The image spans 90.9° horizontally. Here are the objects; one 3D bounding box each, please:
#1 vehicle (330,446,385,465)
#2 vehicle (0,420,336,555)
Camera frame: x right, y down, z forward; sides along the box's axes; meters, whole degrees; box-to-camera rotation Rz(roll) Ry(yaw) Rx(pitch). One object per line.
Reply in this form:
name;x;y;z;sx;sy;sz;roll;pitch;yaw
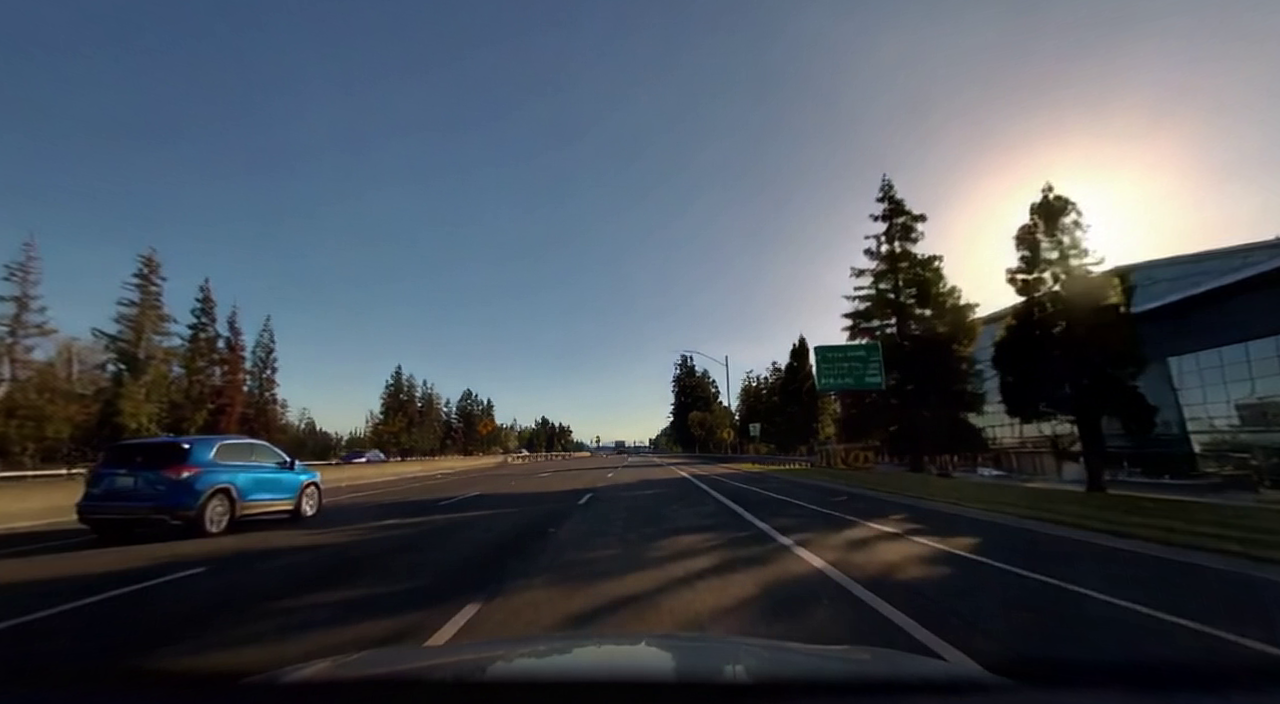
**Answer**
vehicle;-20.857;7.651;46.790;1.906;1.339;4.595;0;-8;1
vehicle;-7.323;2.083;10.485;2.148;1.709;4.678;0;-8;1
